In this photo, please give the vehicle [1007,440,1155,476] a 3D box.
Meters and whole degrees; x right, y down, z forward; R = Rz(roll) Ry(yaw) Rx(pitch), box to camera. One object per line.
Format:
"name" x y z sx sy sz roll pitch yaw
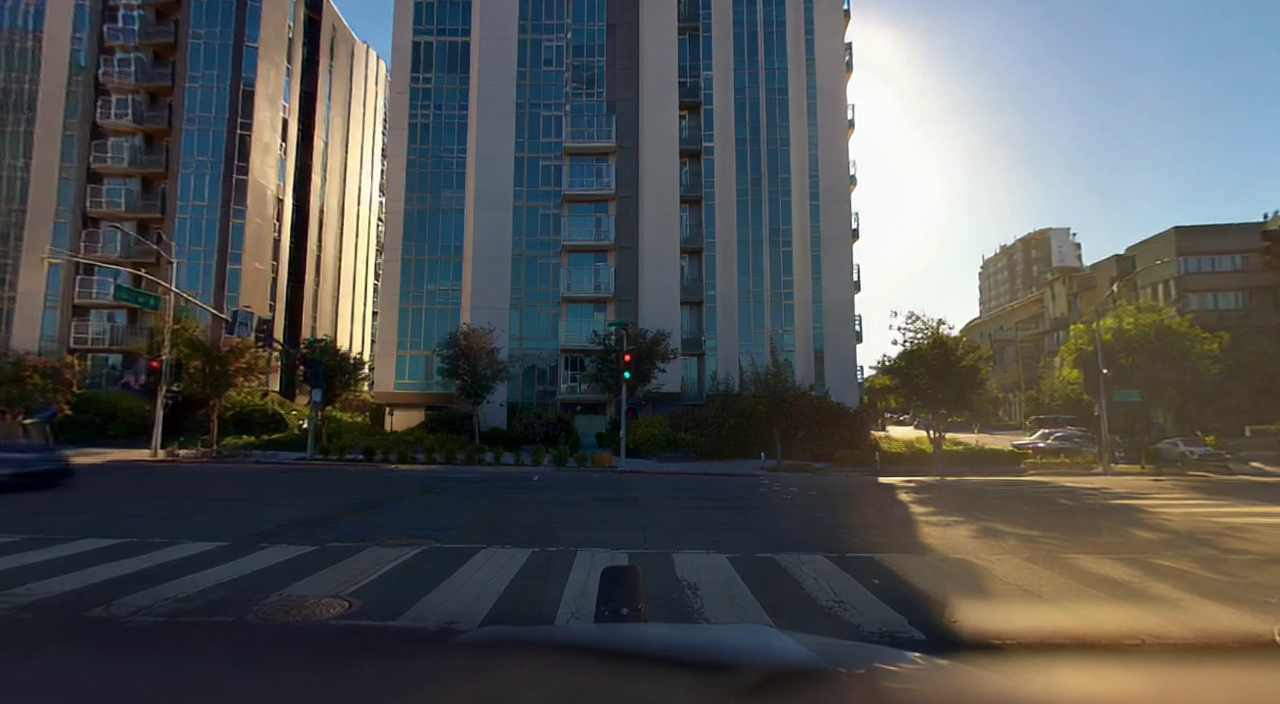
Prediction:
"vehicle" 18.551 4.465 26.697 4.823 1.458 1.914 0 -9 -1
